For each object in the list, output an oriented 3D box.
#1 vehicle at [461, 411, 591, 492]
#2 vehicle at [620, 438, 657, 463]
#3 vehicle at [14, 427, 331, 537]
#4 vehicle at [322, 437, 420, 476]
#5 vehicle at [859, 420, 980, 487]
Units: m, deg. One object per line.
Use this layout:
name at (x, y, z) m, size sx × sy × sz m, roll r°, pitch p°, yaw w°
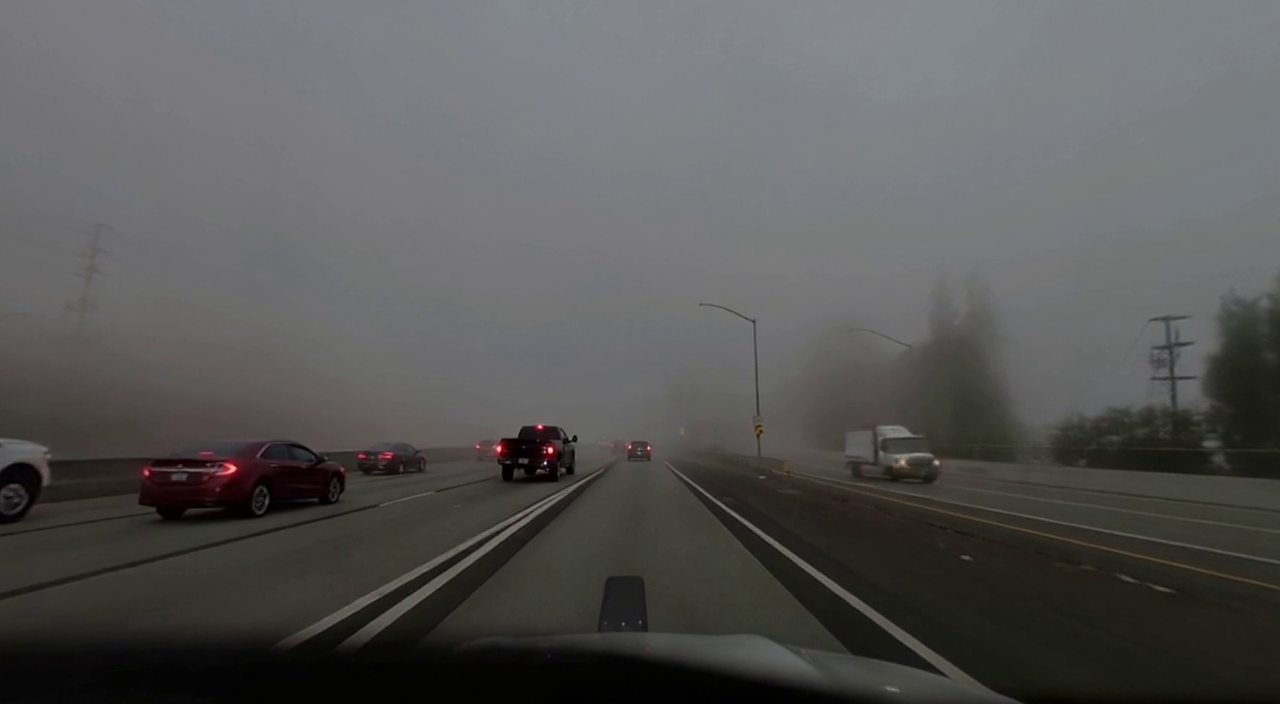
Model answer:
vehicle at (-3.230, 3.079, 19.723) m, size 2.815 × 2.092 × 6.526 m, roll 0°, pitch -8°, yaw 0°
vehicle at (-0.011, 5.986, 38.213) m, size 2.013 × 1.444 × 4.447 m, roll -1°, pitch -8°, yaw 3°
vehicle at (-7.490, 2.094, 10.827) m, size 1.964 × 1.481 × 4.425 m, roll 0°, pitch -8°, yaw 2°
vehicle at (-10.966, 4.284, 26.022) m, size 1.884 × 1.453 × 4.579 m, roll 0°, pitch -8°, yaw 2°
vehicle at (11.091, 4.071, 25.545) m, size 2.244 × 2.374 × 5.762 m, roll 0°, pitch -8°, yaw 0°
